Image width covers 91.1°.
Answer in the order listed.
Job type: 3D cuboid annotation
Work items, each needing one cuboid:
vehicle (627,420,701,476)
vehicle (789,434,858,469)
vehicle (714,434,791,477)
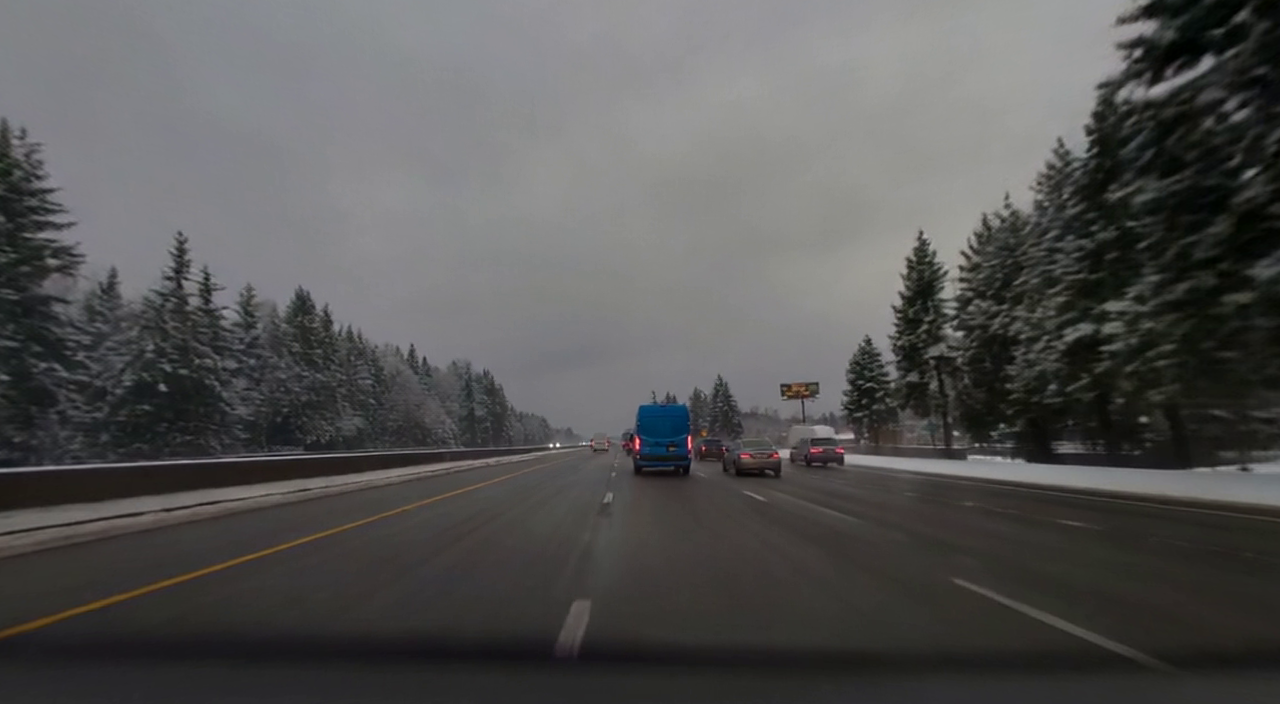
[{"bbox_3d":[0.852,3.966,26.177,2.546,2.087,5.404,0,-8,-3],"label":"vehicle"},{"bbox_3d":[8.337,4.558,28.839,1.874,1.496,3.586,0,-8,-3],"label":"vehicle"},{"bbox_3d":[4.236,3.954,24.304,2.099,1.510,3.784,0,-8,-3],"label":"vehicle"}]
